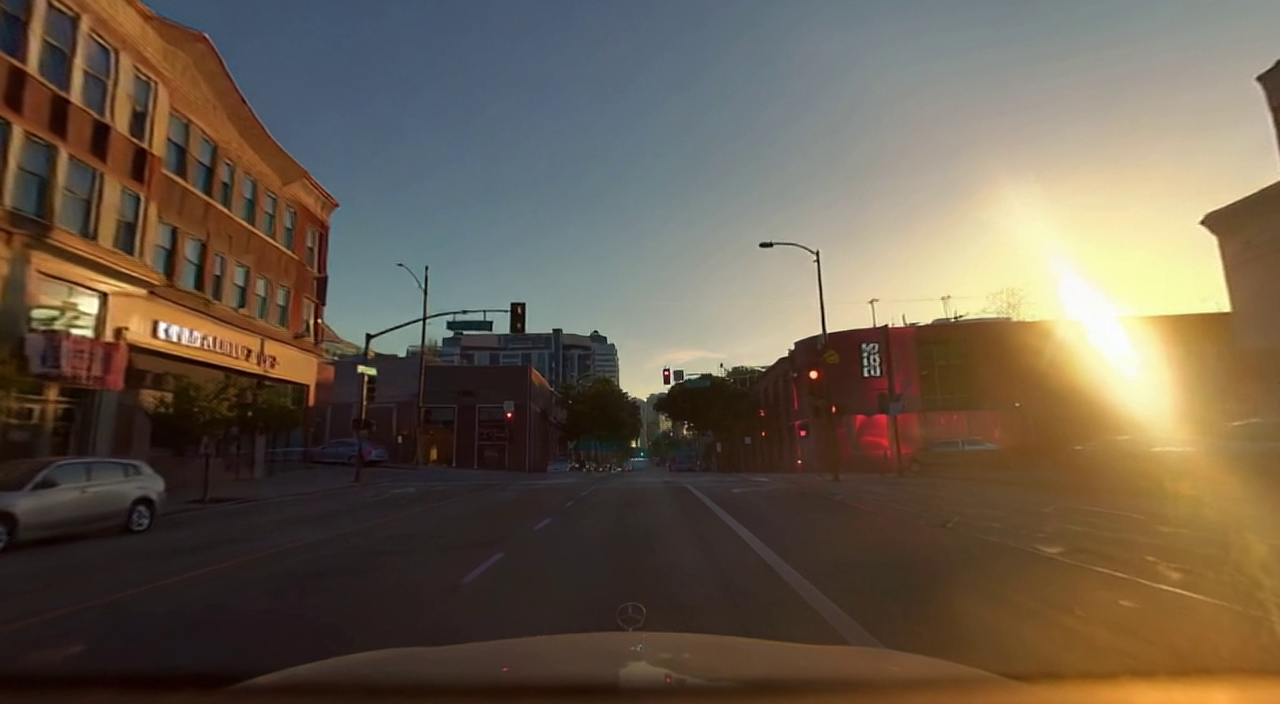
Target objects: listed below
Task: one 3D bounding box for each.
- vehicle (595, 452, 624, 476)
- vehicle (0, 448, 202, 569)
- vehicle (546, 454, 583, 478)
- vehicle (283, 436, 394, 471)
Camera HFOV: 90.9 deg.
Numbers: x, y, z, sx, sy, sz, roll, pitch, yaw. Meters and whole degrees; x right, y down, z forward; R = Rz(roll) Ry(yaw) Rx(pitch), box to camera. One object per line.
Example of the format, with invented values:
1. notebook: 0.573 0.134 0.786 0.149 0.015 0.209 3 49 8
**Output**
1. vehicle: -2.302 8.612 48.669 1.981 1.625 4.399 0 -8 0
2. vehicle: -9.320 2.278 9.739 1.908 1.529 4.522 0 -8 -1
3. vehicle: -5.774 8.763 48.675 2.167 1.643 4.518 -1 -8 2
4. vehicle: -17.587 5.933 36.969 5.376 1.994 2.196 0 -8 2
